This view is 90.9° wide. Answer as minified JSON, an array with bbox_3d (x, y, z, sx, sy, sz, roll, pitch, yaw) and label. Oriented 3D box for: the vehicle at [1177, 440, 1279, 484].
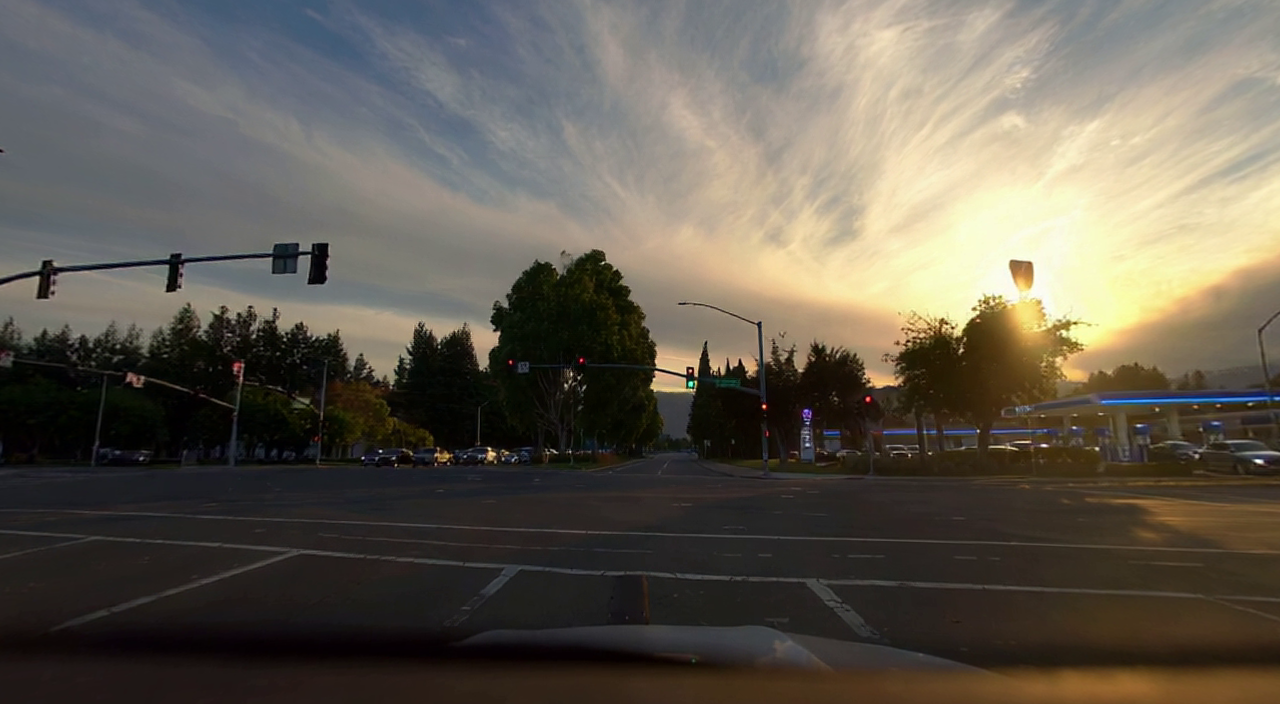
[{"bbox_3d":[22.091,3.783,21.835,4.716,1.455,2.060,-3,-9,17],"label":"vehicle"}]
